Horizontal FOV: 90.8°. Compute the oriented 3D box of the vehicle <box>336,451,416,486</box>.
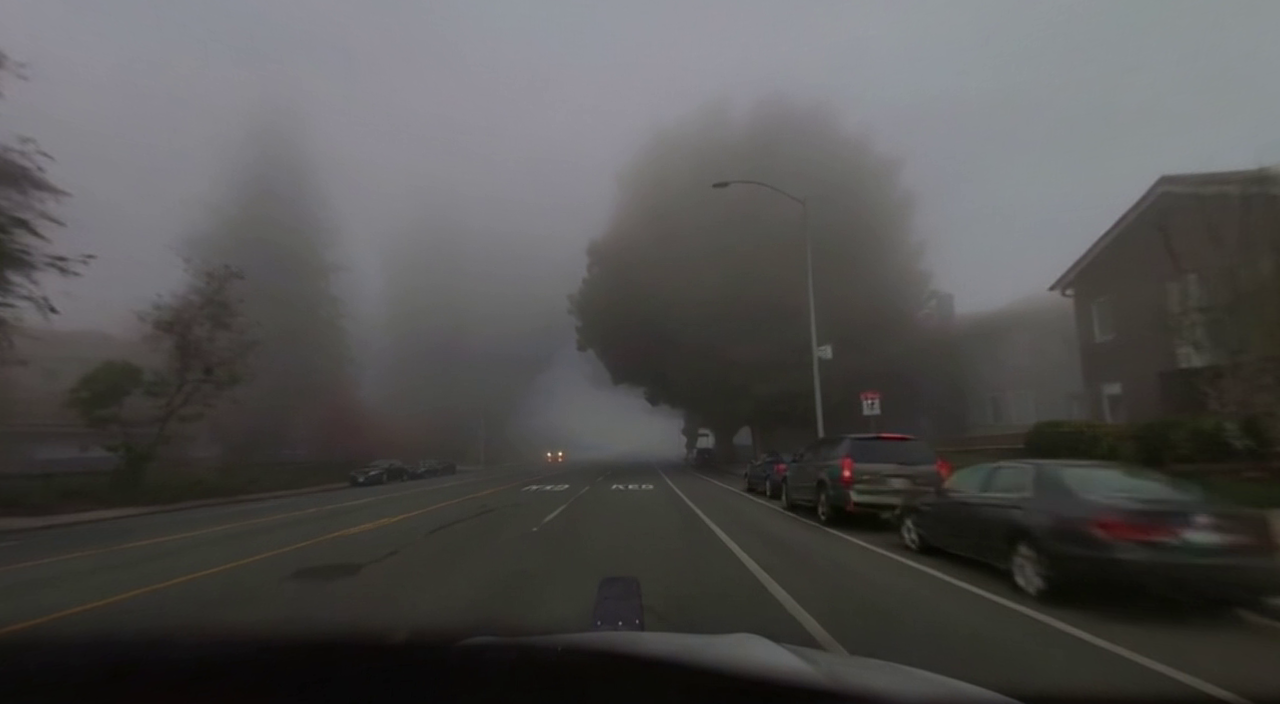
[{"bbox_3d":[-13.964,6.170,33.751,2.163,1.641,4.875,0,-8,0],"label":"vehicle"}]

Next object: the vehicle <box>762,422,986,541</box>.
[{"bbox_3d":[4.018,2.316,11.995,2.338,1.771,4.680,0,-8,-2],"label":"vehicle"}]

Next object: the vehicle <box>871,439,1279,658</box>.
[{"bbox_3d":[4.206,1.654,6.558,1.845,1.443,4.531,0,-8,-1],"label":"vehicle"}]

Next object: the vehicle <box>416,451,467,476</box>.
[{"bbox_3d":[-13.886,7.798,44.405,1.983,1.608,4.699,0,-8,1],"label":"vehicle"}]

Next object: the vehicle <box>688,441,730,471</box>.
[{"bbox_3d":[4.272,6.548,39.903,2.220,1.752,4.782,0,-8,1],"label":"vehicle"}]
